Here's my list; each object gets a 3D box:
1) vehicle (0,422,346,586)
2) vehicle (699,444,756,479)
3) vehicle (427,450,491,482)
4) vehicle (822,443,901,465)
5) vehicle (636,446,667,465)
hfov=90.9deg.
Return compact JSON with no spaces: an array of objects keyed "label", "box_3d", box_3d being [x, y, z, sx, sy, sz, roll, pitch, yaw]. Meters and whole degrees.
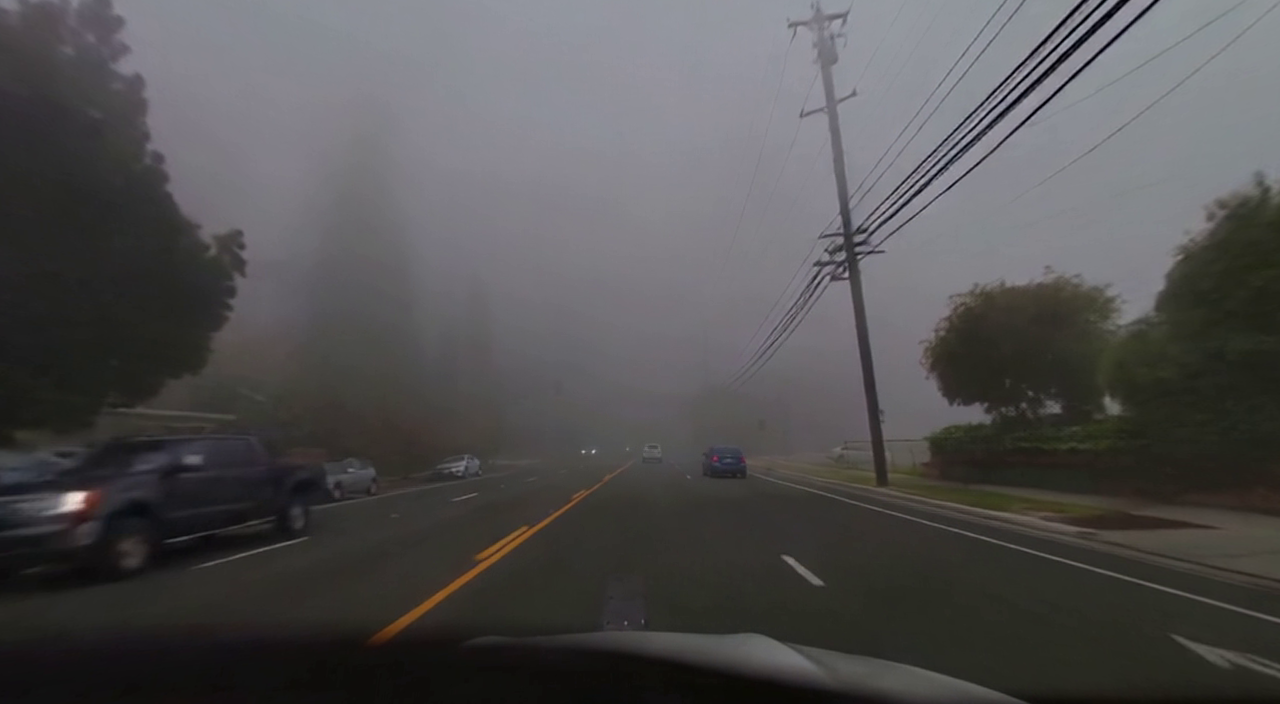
[{"label":"vehicle","box_3d":[-7.065,2.080,9.730,2.303,1.789,5.423,0,-8,2]},{"label":"vehicle","box_3d":[3.978,5.043,29.380,1.951,1.479,4.487,0,-8,0]},{"label":"vehicle","box_3d":[-9.678,6.119,34.115,2.032,1.452,4.656,-2,-7,1]},{"label":"vehicle","box_3d":[15.481,7.142,44.168,4.838,1.474,1.873,1,-8,-5]},{"label":"vehicle","box_3d":[0.887,7.981,48.766,2.298,1.359,4.081,0,-8,1]}]
